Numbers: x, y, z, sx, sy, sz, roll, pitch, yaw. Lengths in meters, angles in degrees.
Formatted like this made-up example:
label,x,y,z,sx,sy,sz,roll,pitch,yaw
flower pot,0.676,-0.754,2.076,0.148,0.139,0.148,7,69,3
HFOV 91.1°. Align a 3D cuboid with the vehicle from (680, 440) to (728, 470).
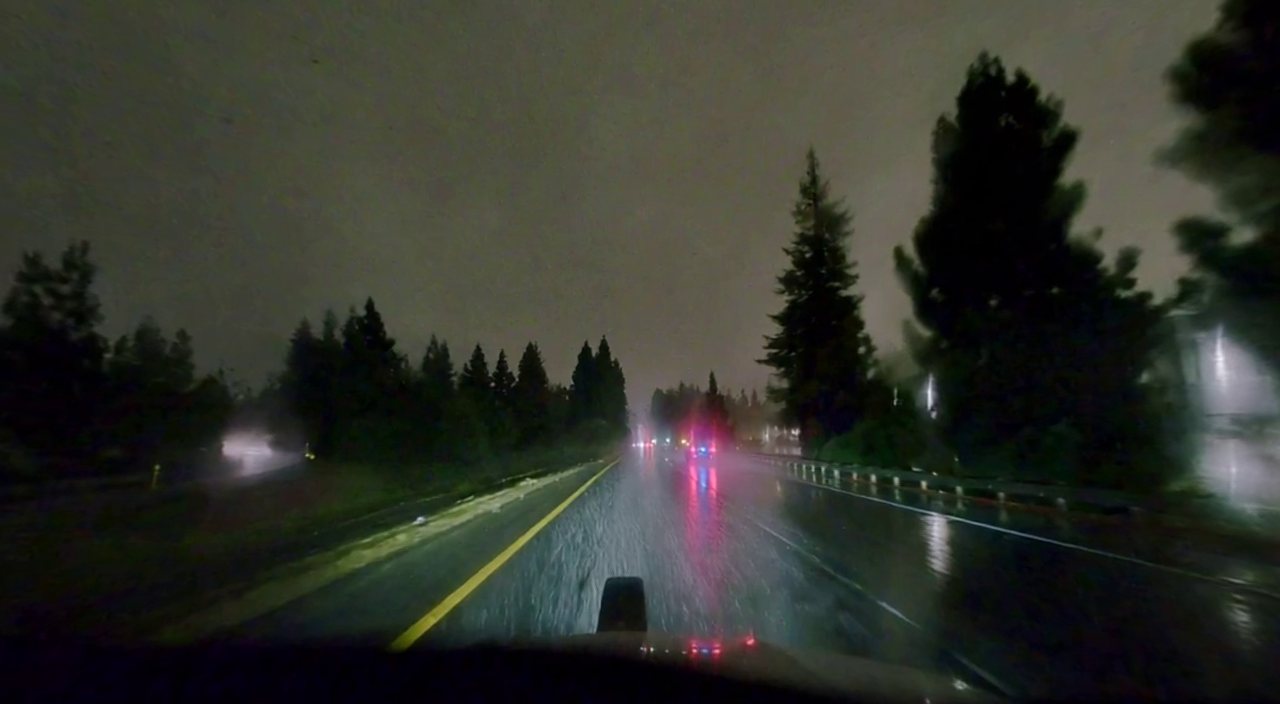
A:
label,x,y,z,sx,sy,sz,roll,pitch,yaw
vehicle,3.467,5.693,34.794,2.079,1.531,3.997,0,-8,-2
